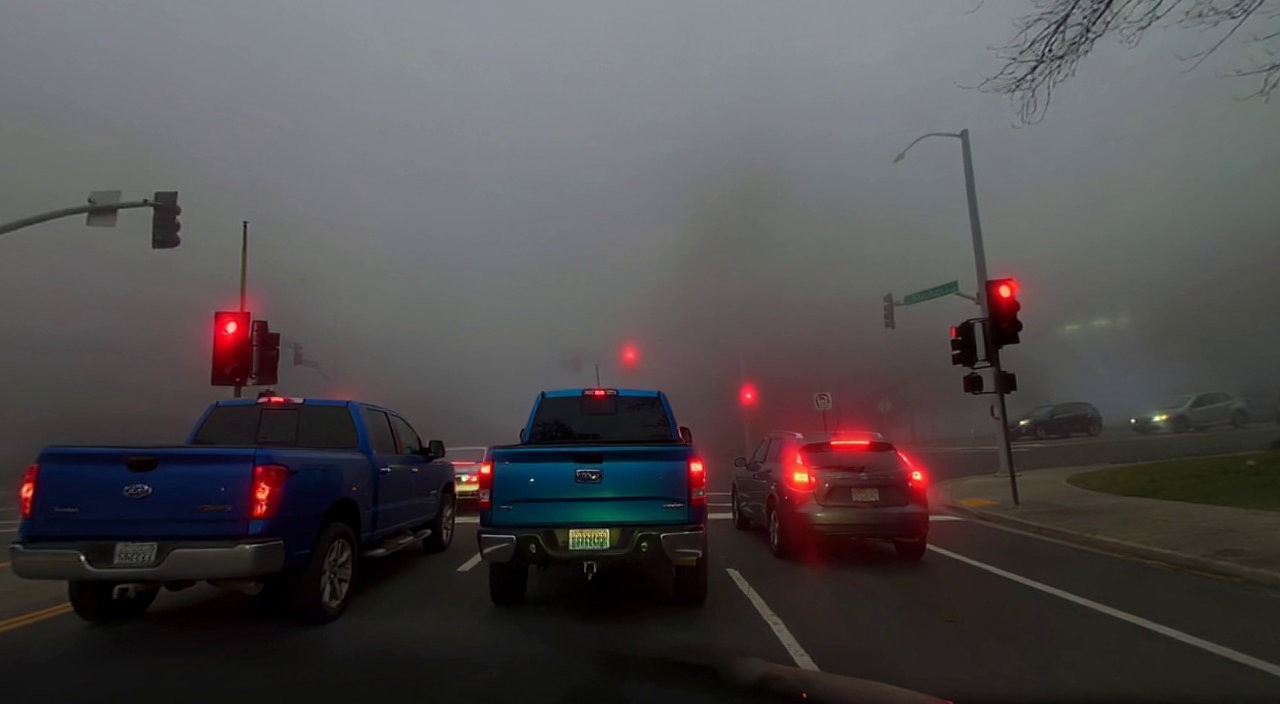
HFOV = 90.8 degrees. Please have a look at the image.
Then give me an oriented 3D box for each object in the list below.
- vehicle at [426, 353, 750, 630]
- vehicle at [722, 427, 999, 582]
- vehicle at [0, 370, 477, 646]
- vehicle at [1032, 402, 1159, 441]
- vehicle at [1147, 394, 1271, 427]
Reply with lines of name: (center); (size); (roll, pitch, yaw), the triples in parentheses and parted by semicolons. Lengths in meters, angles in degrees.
vehicle: (-0.389, 1.309, 6.771); (2.282, 1.964, 4.421); (0, -9, -1)
vehicle: (2.421, 1.803, 8.332); (2.016, 1.481, 4.336); (0, -9, -1)
vehicle: (-3.458, 1.414, 6.850); (2.146, 1.828, 5.148); (0, -9, -2)
vehicle: (23.302, 3.592, 32.472); (4.721, 1.866, 2.188); (0, -9, 2)
vehicle: (29.340, 3.043, 32.662); (4.540, 1.543, 1.803); (0, -9, 1)
